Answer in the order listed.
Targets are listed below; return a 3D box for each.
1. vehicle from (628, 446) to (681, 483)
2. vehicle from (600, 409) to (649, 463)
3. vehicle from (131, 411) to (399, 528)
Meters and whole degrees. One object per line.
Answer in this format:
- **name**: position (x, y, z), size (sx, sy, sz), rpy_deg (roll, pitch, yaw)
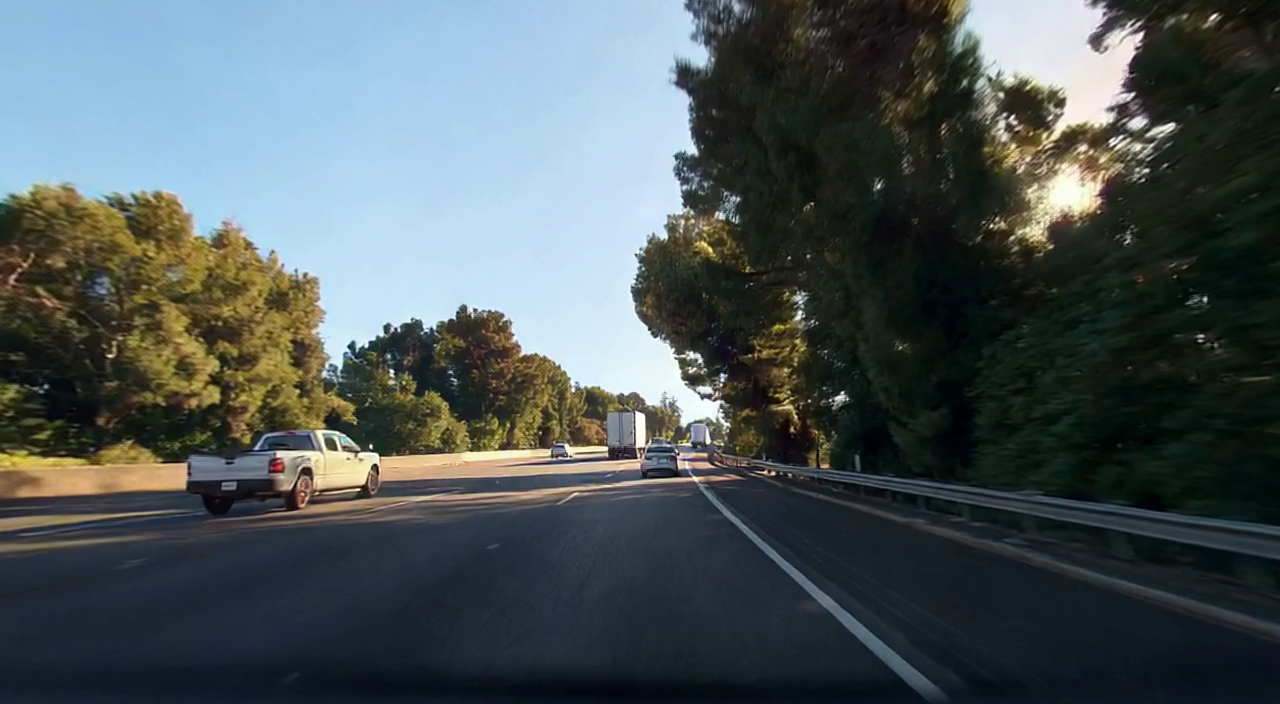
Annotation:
- **vehicle**: position (0.631, 4.534, 25.738), size (1.984, 1.365, 3.767), rpy_deg (-1, -9, 3)
- **vehicle**: position (-1.061, 6.722, 49.932), size (2.973, 3.896, 8.430), rpy_deg (-1, -9, 5)
- **vehicle**: position (-6.872, 2.224, 12.437), size (2.142, 1.833, 4.854), rpy_deg (0, -9, 2)
